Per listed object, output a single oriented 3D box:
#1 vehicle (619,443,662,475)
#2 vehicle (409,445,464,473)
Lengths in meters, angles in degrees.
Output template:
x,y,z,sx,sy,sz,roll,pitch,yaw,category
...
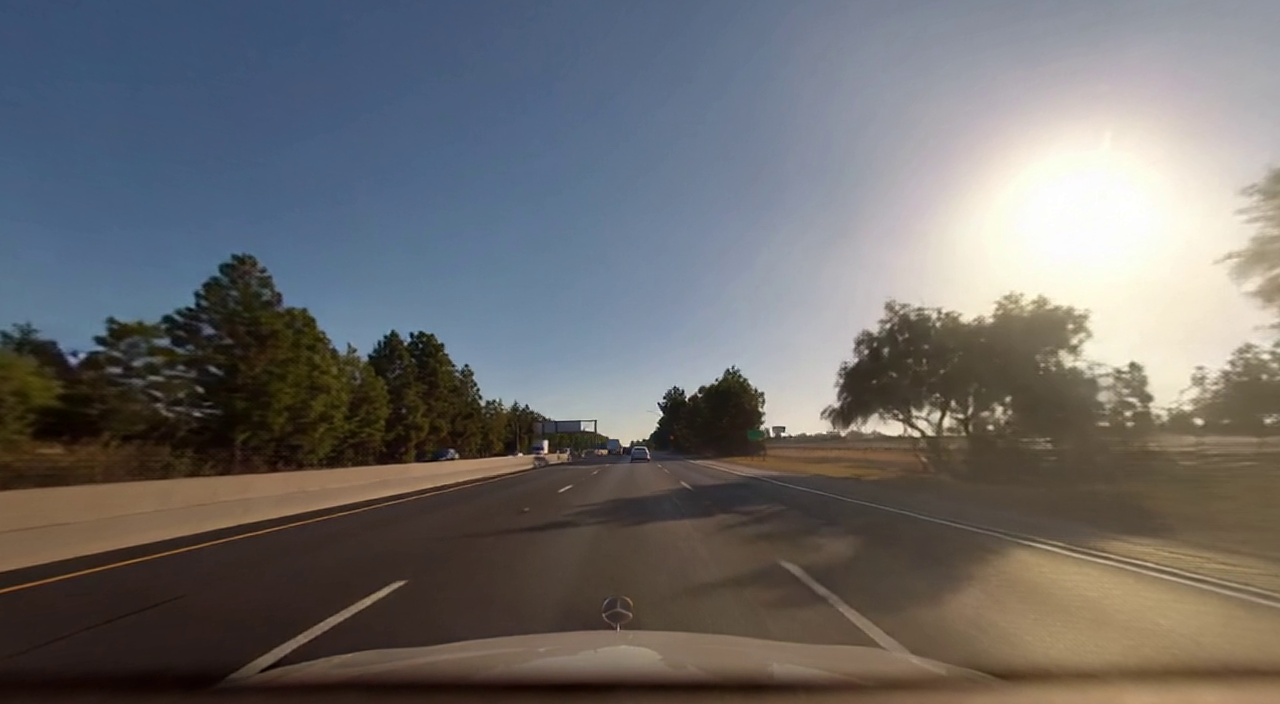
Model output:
x,y,z,sx,sy,sz,roll,pitch,yaw,category
-0.004,5.556,32.652,2.095,1.537,4.017,0,-9,-1,vehicle
-13.648,7.183,42.283,2.074,1.695,4.789,0,-9,0,vehicle
